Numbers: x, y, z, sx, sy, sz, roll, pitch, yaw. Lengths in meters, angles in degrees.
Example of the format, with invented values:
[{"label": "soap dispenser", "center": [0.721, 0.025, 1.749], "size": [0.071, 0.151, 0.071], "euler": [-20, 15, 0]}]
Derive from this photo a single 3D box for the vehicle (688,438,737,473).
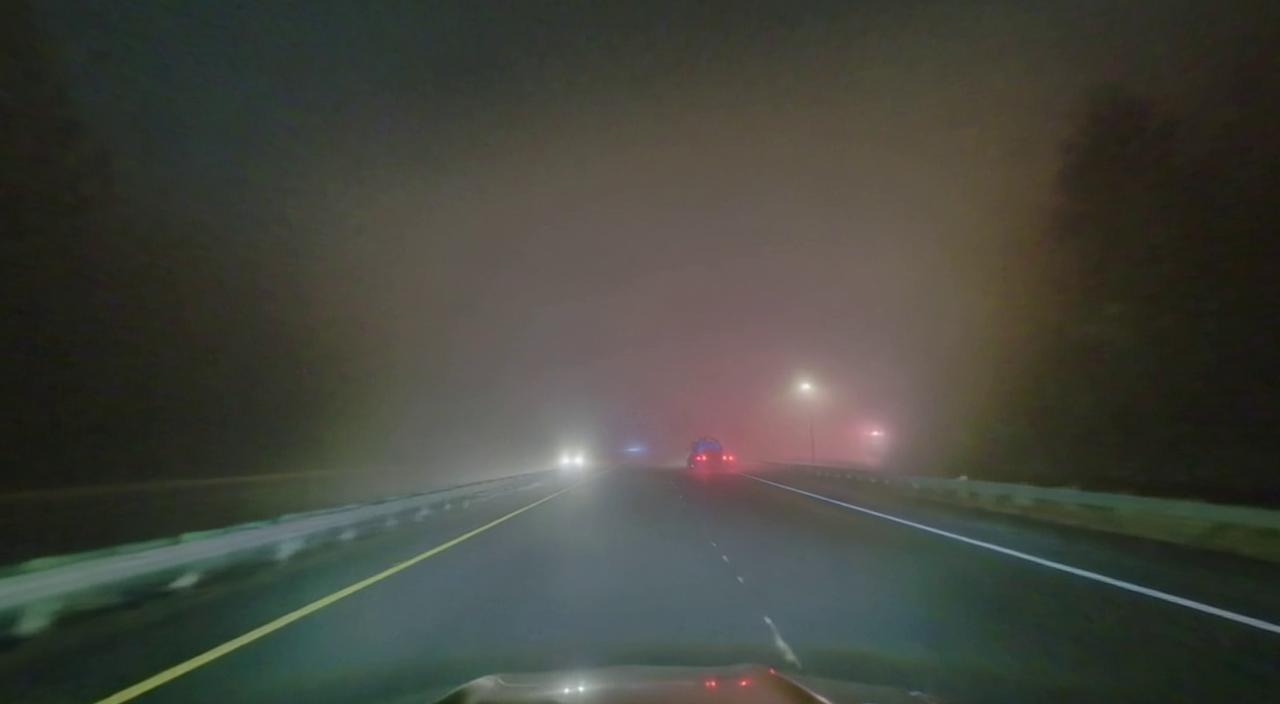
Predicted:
[{"label": "vehicle", "center": [4.341, 6.317, 38.593], "size": [2.309, 2.003, 5.139], "euler": [0, -9, -1]}]
